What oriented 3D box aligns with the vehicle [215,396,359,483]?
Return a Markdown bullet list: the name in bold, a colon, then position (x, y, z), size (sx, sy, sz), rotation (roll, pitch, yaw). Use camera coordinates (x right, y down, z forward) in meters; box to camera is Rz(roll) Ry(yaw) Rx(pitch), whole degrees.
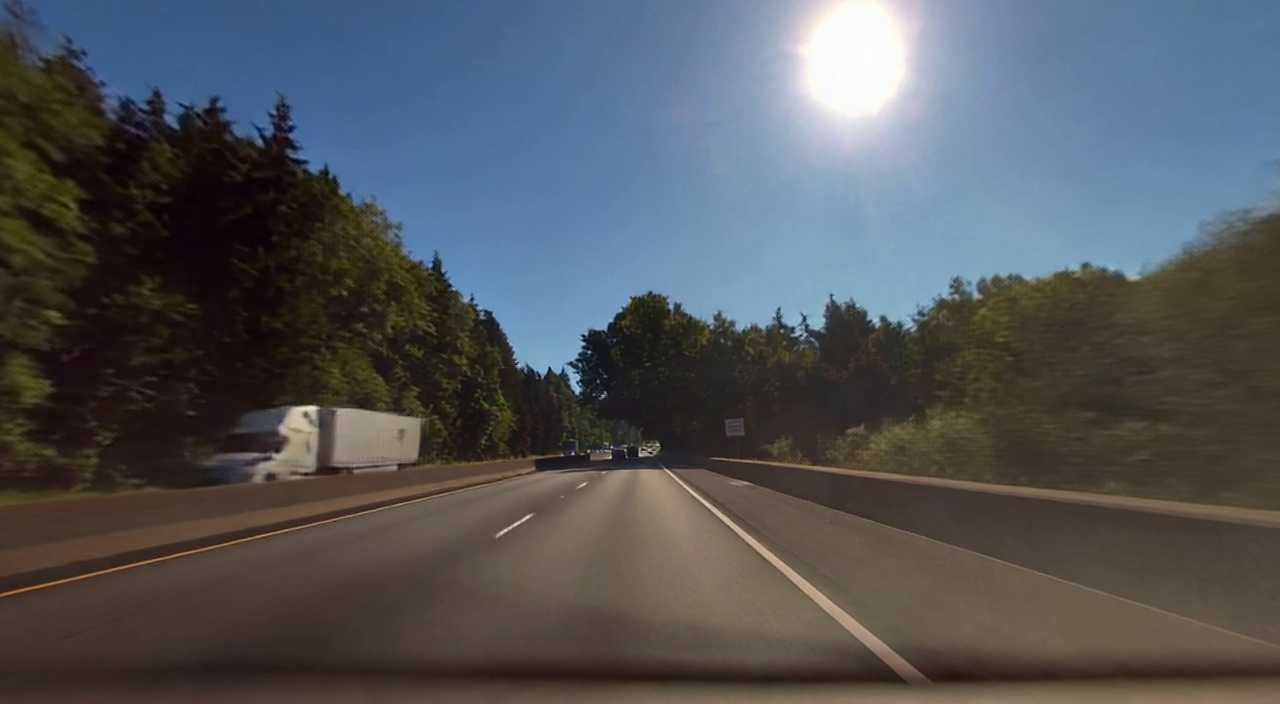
- **vehicle**: position (-16.377, 4.194, 29.856), size (3.278, 3.709, 5.811), rotation (0, -9, 0)
